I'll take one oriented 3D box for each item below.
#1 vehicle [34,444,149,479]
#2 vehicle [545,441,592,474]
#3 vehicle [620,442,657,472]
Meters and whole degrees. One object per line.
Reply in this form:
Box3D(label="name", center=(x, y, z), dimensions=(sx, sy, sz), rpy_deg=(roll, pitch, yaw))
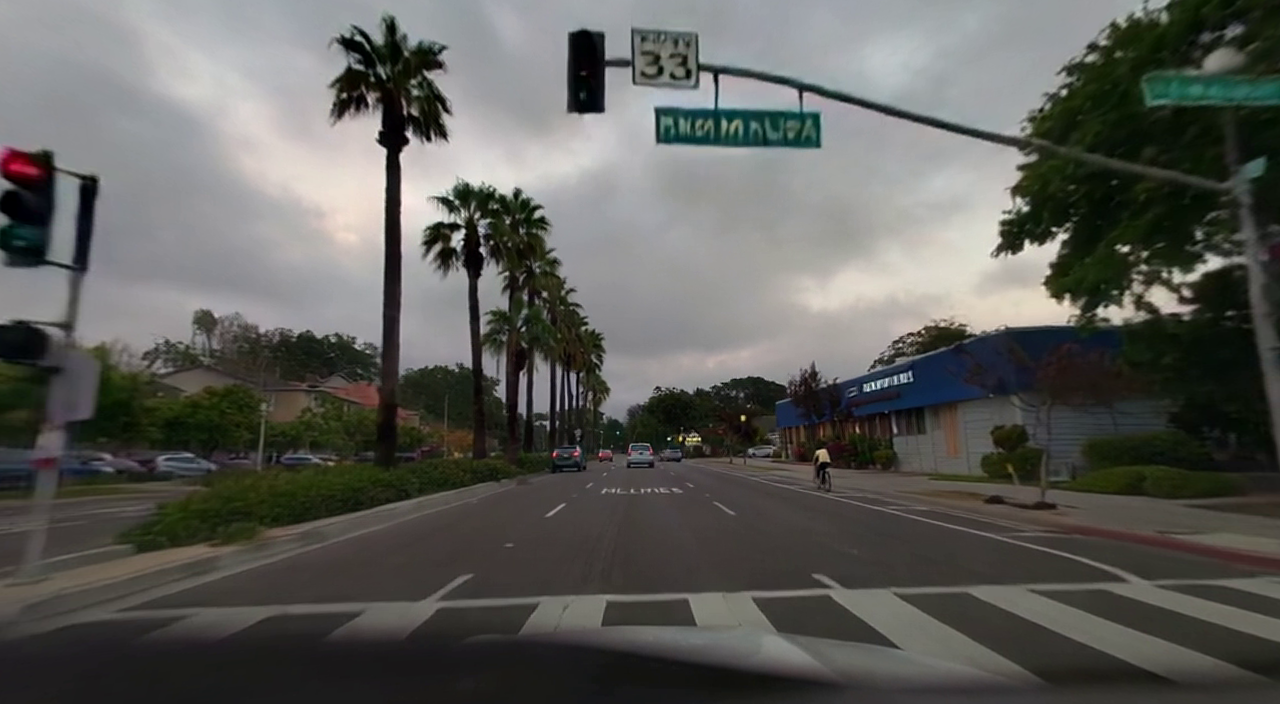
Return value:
Box3D(label="vehicle", center=(-34.457, 6.885, 39.762), dimensions=(5.109, 2.014, 2.269), rpy_deg=(-2, -10, 2))
Box3D(label="vehicle", center=(-3.926, 5.912, 35.607), dimensions=(2.071, 1.744, 4.500), rpy_deg=(0, -9, 1))
Box3D(label="vehicle", center=(-0.117, 6.237, 37.712), dimensions=(2.102, 1.653, 3.698), rpy_deg=(0, -9, -1))
